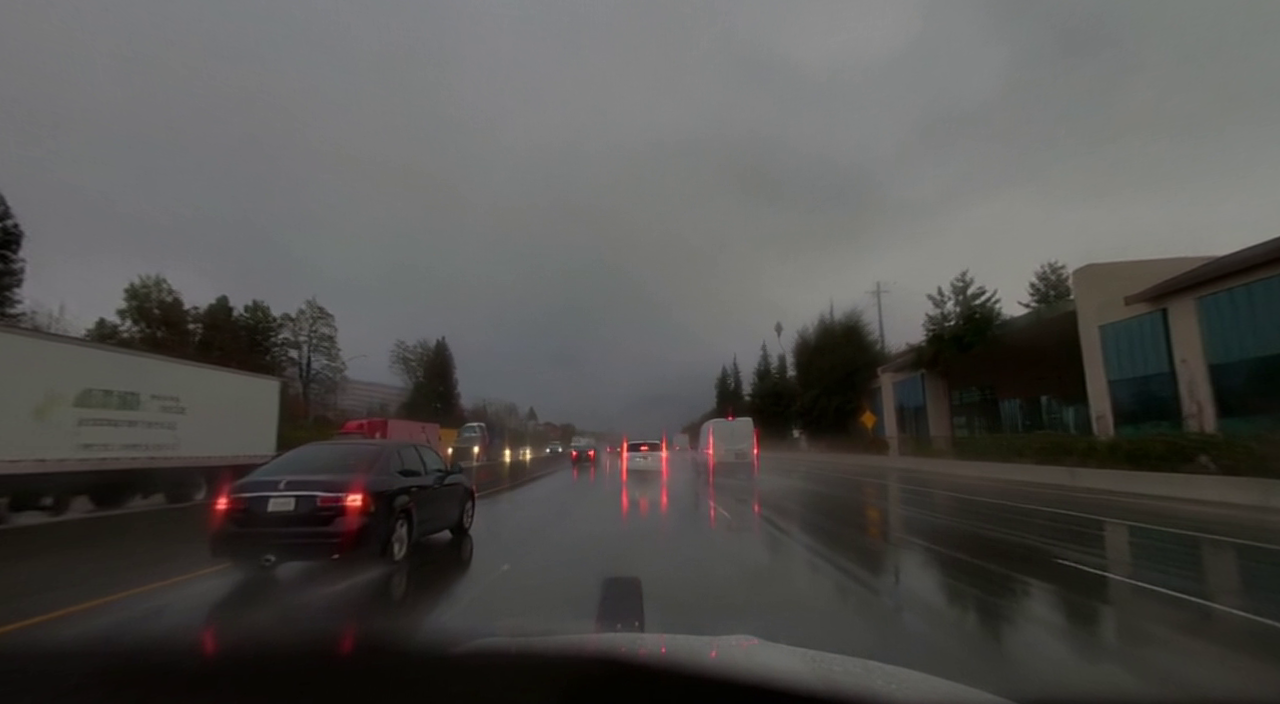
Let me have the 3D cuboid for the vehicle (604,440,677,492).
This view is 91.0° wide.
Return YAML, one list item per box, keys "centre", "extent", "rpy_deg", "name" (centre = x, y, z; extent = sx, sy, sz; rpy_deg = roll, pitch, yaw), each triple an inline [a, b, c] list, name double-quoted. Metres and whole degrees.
- centre: [0.000, 3.555, 19.898]
  extent: [2.053, 1.461, 3.941]
  rpy_deg: [0, -9, 0]
  name: "vehicle"

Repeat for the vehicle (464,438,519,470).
- centre: [-8.824, 6.121, 37.836]
  extent: [2.187, 1.776, 4.518]
  rpy_deg: [0, -9, 0]
  name: "vehicle"

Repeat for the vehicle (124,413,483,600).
- centre: [-3.457, 1.667, 7.651]
  extent: [1.956, 1.602, 4.258]
  rpy_deg: [0, -9, 1]
  name: "vehicle"

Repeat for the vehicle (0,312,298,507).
- centre: [-15.239, 1.720, 16.760]
  extent: [2.880, 4.167, 16.544]
  rpy_deg: [0, -9, 1]
  name: "vehicle"

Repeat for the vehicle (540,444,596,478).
- centre: [-3.303, 5.079, 29.687]
  extent: [2.062, 1.459, 4.365]
  rpy_deg: [0, -9, 1]
  name: "vehicle"

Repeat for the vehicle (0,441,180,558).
- centre: [-9.018, 1.964, 8.632]
  extent: [1.937, 1.450, 4.569]
  rpy_deg: [0, -9, 0]
  name: "vehicle"

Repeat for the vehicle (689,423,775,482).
- centre: [3.507, 3.985, 25.197]
  extent: [2.460, 2.086, 5.576]
  rpy_deg: [0, -9, -1]
  name: "vehicle"
